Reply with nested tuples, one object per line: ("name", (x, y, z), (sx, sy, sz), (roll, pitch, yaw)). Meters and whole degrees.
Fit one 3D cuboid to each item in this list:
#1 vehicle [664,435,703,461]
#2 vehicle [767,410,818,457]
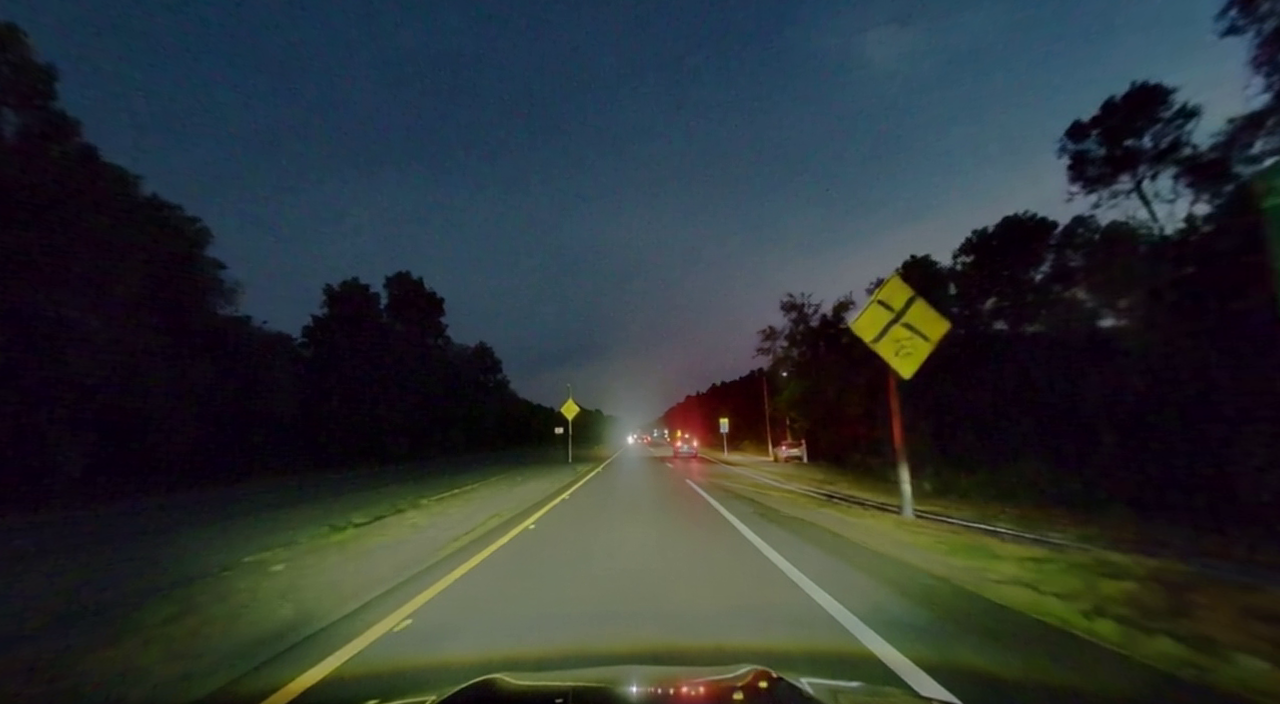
("vehicle", (3.090, 6.951, 45.947), (2.183, 1.744, 4.424), (0, -8, -4))
("vehicle", (10.915, 5.893, 45.433), (3.250, 3.147, 4.411), (-3, -9, 13))
